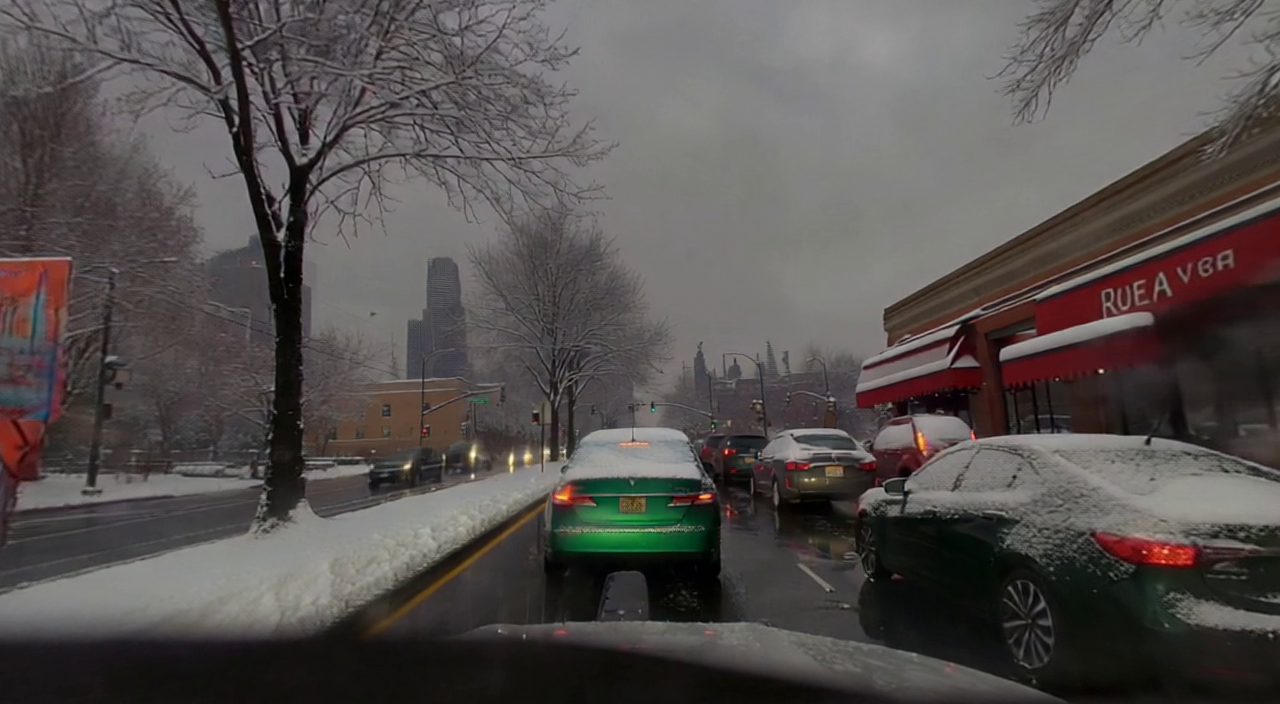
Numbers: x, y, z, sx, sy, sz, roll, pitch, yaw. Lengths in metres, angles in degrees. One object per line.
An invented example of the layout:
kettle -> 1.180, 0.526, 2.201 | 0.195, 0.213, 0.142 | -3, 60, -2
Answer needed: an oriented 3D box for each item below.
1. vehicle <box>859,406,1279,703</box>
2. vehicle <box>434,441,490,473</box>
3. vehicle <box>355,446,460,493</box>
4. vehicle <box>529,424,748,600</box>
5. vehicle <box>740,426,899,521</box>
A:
vehicle -> 3.306, 1.255, 4.480 | 1.988, 1.480, 4.195 | 0, -9, 0
vehicle -> -10.690, 6.326, 38.299 | 2.060, 1.792, 5.170 | 0, -9, -2
vehicle -> -8.207, 4.161, 22.779 | 2.169, 1.477, 4.168 | 0, -9, 0
vehicle -> -0.027, 1.649, 7.288 | 1.887, 1.487, 3.535 | 0, -9, 0
vehicle -> 3.532, 2.482, 13.421 | 2.025, 1.660, 4.263 | 0, -9, -1
